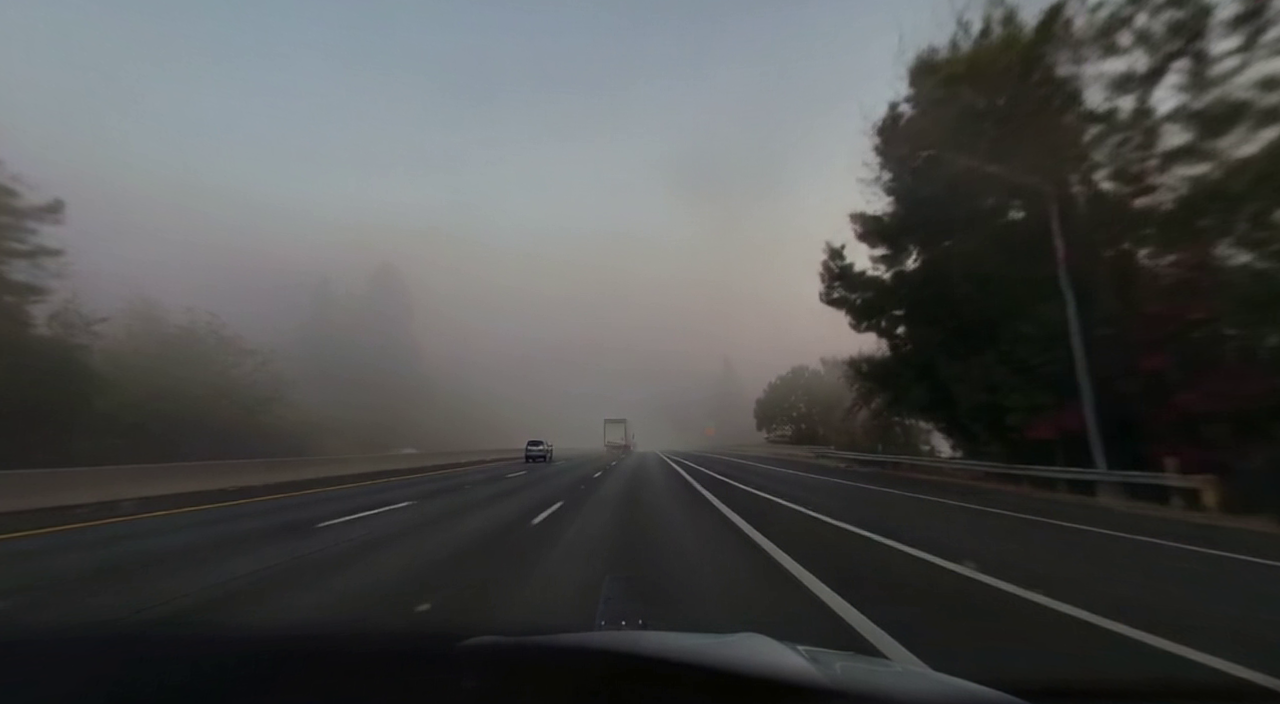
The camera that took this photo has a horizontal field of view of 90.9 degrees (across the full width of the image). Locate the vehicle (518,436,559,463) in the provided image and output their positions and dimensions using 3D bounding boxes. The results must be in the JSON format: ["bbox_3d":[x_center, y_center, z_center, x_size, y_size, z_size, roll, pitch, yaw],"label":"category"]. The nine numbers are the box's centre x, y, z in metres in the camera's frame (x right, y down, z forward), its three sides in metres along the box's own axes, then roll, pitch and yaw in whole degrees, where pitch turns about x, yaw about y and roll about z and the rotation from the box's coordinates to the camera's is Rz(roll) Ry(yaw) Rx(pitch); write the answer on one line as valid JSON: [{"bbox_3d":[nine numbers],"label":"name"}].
[{"bbox_3d":[-7.039,6.843,44.365,2.043,1.828,4.436,0,-8,1],"label":"vehicle"}]
